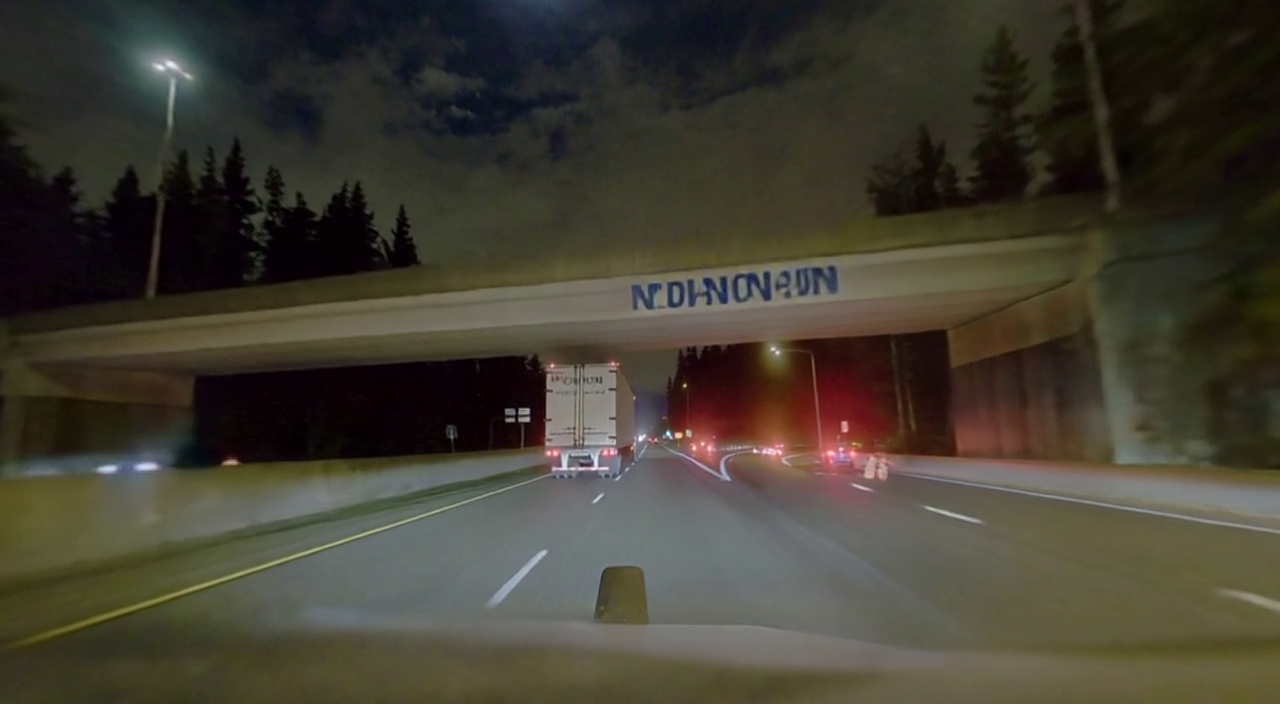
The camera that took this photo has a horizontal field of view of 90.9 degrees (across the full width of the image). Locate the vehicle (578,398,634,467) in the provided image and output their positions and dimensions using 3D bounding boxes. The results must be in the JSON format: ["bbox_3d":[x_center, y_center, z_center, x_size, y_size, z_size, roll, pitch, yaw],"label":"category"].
[{"bbox_3d":[-2.029,5.499,42.213,2.845,4.049,10.214,0,-8,2],"label":"vehicle"}]
